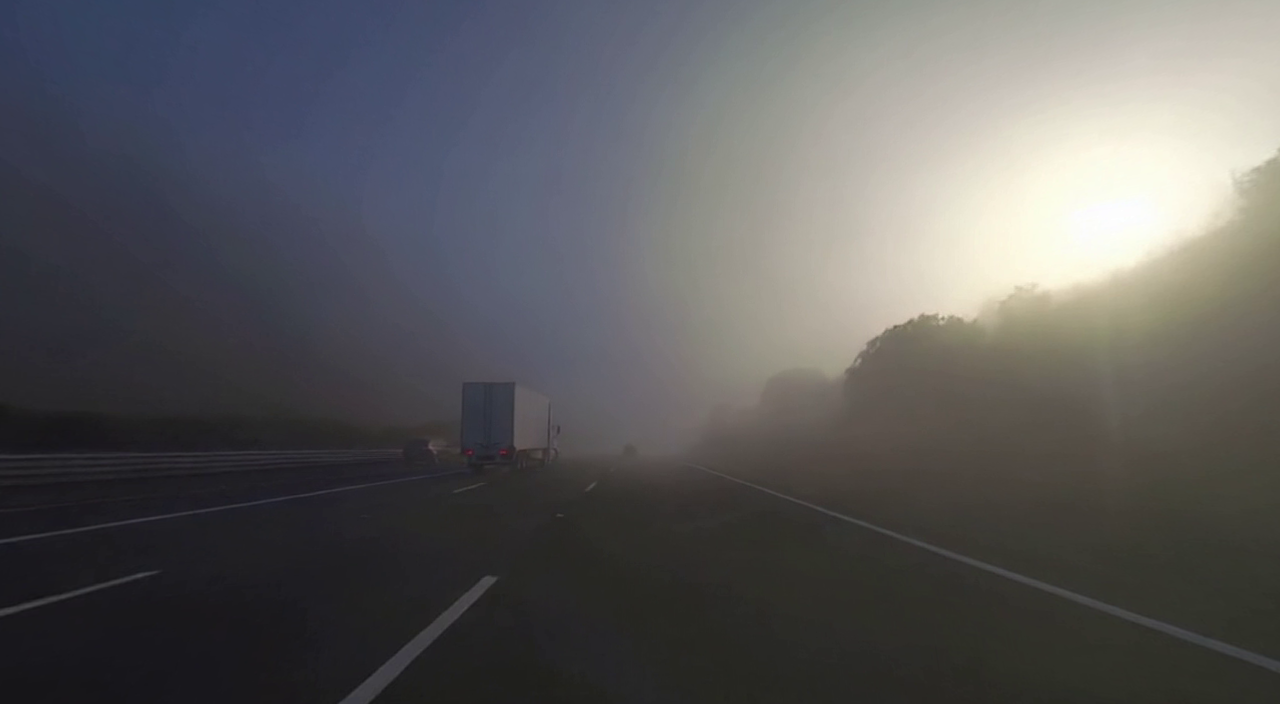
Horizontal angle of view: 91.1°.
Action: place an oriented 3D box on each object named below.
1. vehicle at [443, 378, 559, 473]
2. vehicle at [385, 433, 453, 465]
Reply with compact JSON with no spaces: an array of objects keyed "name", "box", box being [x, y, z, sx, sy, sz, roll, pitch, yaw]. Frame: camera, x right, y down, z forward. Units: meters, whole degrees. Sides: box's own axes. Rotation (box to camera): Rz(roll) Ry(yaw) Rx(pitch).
[{"name":"vehicle","box":[-6.332,3.774,31.040,2.981,3.860,11.022,0,-8,1]},{"name":"vehicle","box":[-13.783,6.098,39.563,2.130,1.828,5.523,0,-8,1]}]
